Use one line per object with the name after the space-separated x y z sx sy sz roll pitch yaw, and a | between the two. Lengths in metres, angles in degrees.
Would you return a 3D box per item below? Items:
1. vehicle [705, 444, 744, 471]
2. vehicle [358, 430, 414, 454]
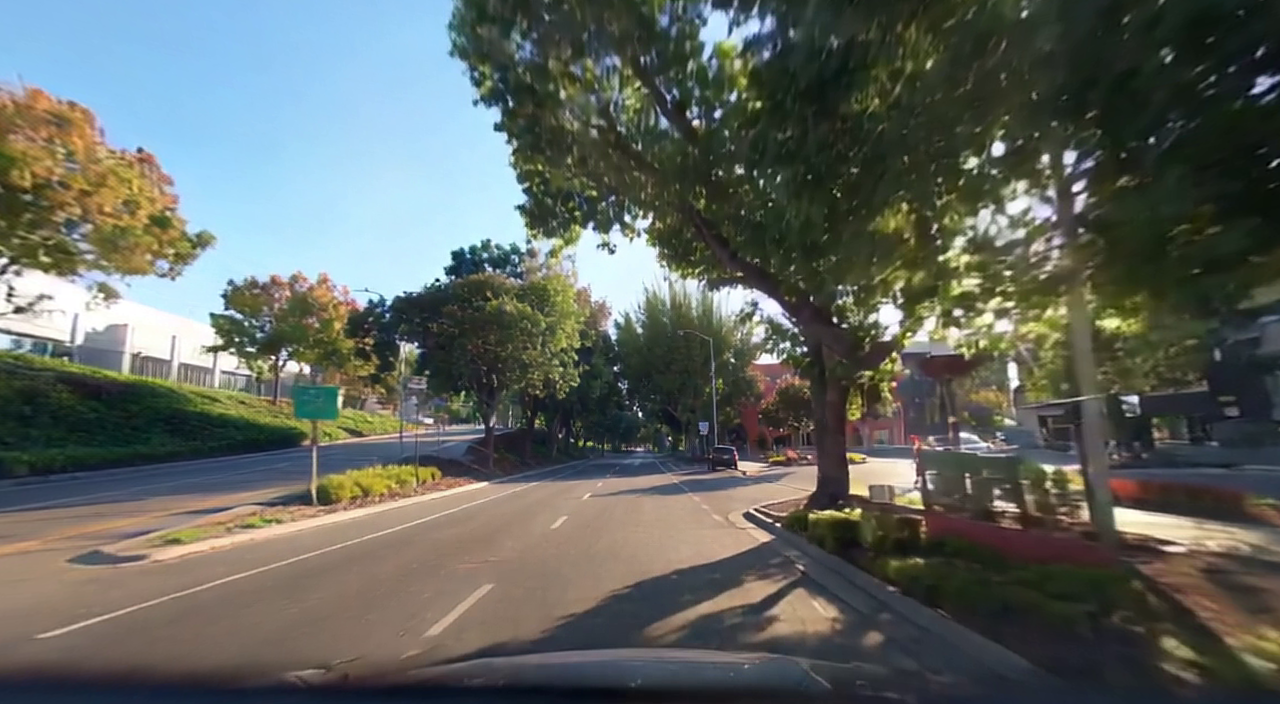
5.958 7.451 44.960 2.177 1.788 5.106 0 -8 1 | vehicle
-16.524 5.905 41.221 1.960 1.436 4.584 1 -8 -3 | vehicle
